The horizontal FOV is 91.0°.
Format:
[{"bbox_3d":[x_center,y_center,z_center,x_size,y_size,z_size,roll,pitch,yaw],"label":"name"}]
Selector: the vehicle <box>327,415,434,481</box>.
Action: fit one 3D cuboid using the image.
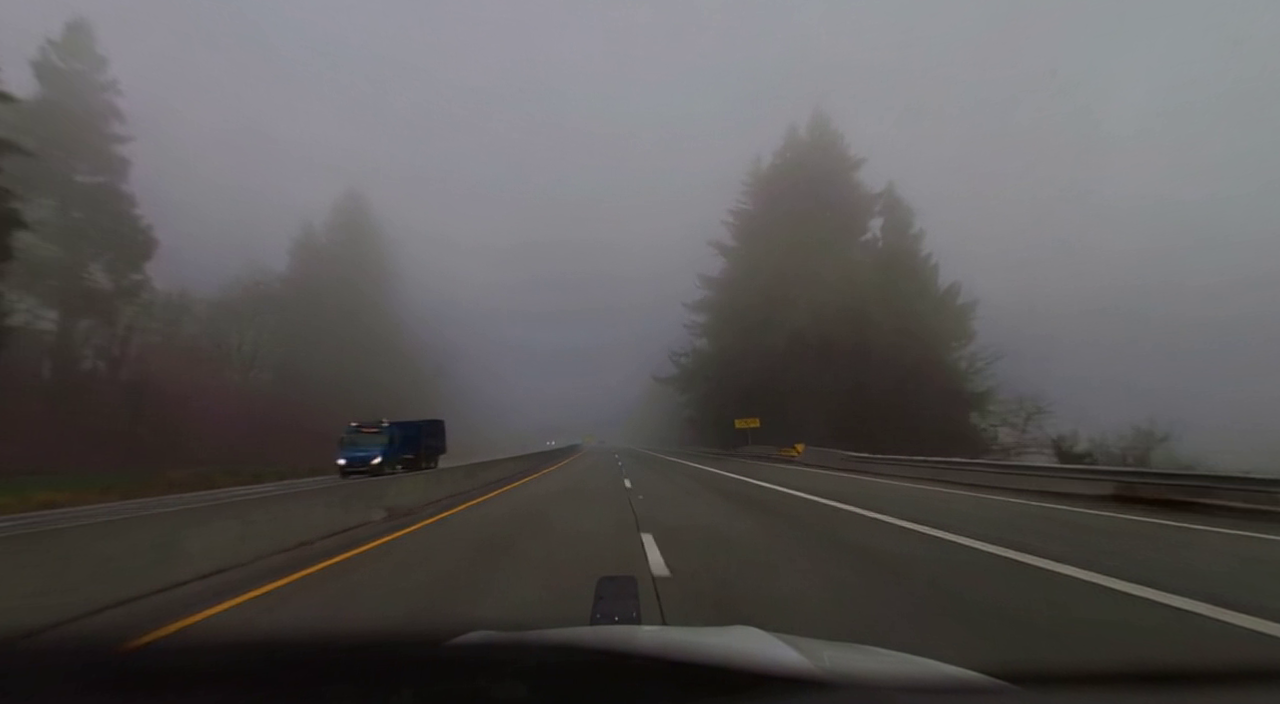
[{"bbox_3d":[-16.024,6.039,39.921,2.767,3.576,10.408,0,-8,-3],"label":"vehicle"}]
